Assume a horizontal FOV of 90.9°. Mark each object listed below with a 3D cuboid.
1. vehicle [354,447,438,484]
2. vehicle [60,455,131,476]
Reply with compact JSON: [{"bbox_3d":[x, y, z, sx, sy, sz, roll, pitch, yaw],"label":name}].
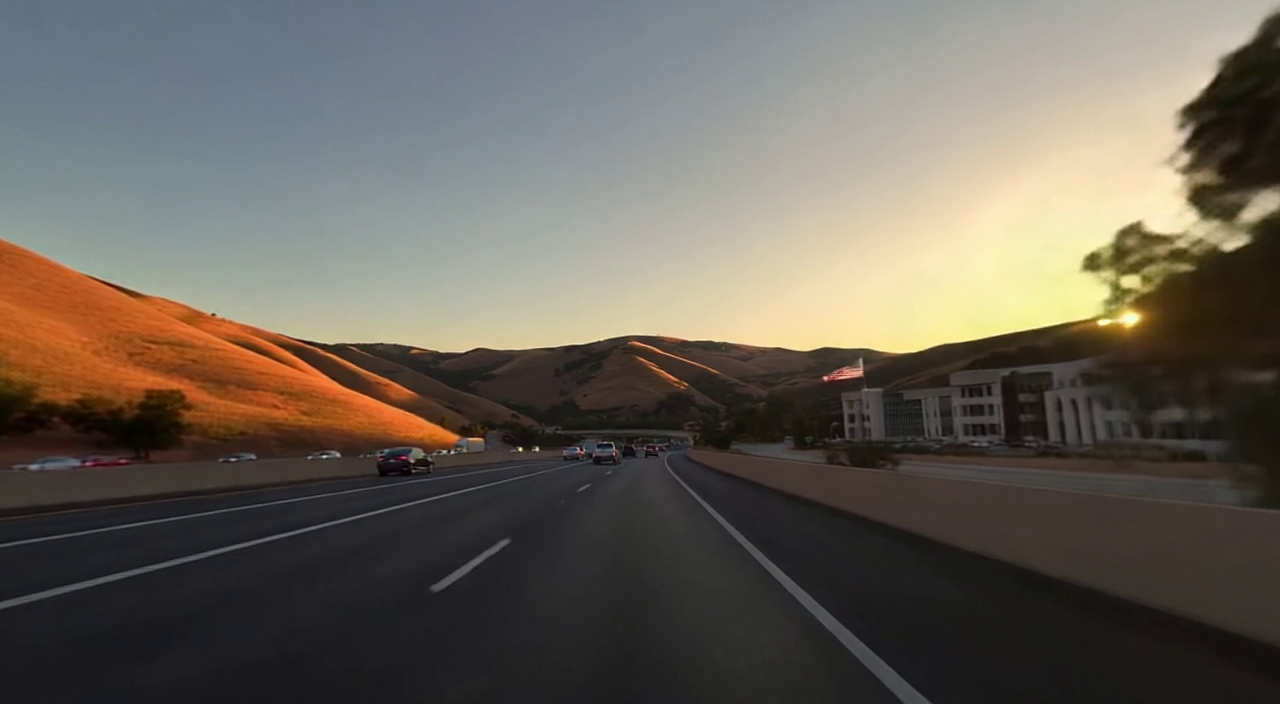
[{"bbox_3d":[-10.899,5.079,28.555,1.927,1.454,4.395,-1,-8,2],"label":"vehicle"},{"bbox_3d":[-41.825,8.694,48.540,1.707,1.443,4.149,-1,-8,1],"label":"vehicle"}]
